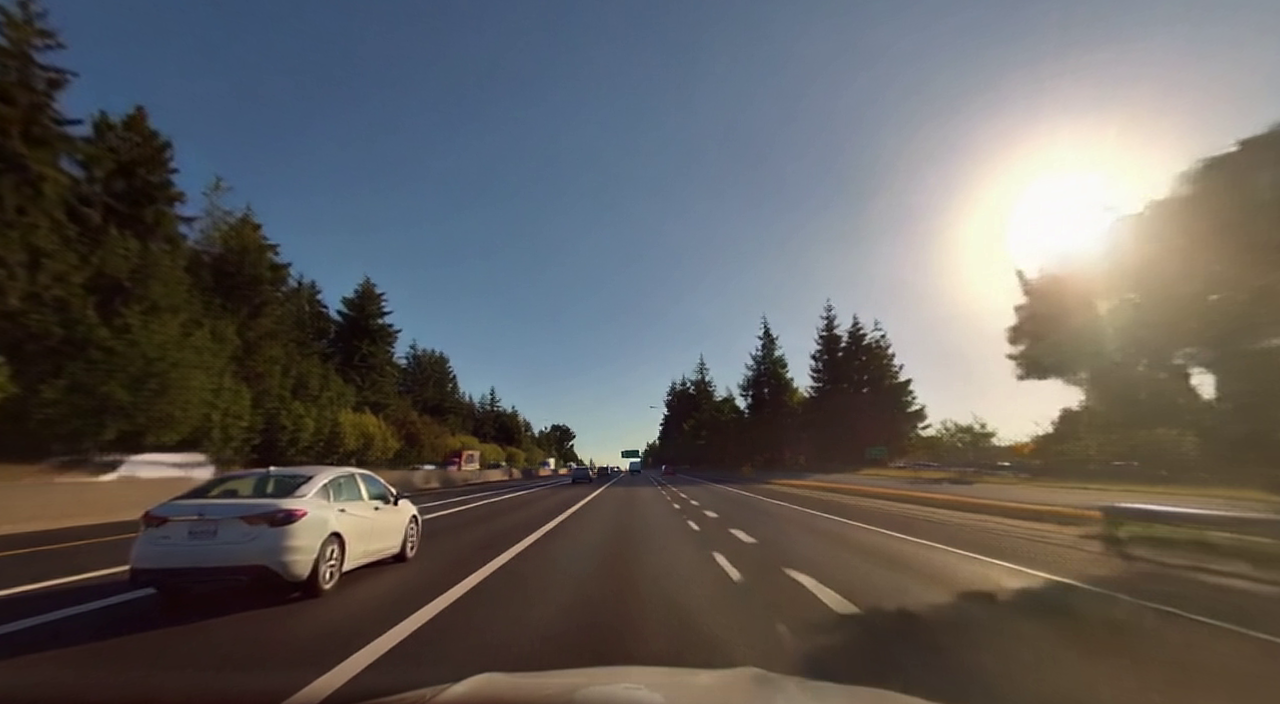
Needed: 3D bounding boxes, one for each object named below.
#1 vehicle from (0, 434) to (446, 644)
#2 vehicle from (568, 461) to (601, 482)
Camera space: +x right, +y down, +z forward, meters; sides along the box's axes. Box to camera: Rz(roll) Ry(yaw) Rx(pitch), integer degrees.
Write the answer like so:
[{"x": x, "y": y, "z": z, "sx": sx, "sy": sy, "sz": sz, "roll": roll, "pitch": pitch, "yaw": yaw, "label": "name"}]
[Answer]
[{"x": -3.808, "y": 1.734, "z": 6.738, "sx": 1.998, "sy": 1.427, "sz": 4.462, "roll": 1, "pitch": -11, "yaw": 0, "label": "vehicle"}, {"x": -4.208, "y": 9.171, "z": 48.228, "sx": 2.126, "sy": 1.488, "sz": 4.186, "roll": 1, "pitch": -11, "yaw": -1, "label": "vehicle"}]
